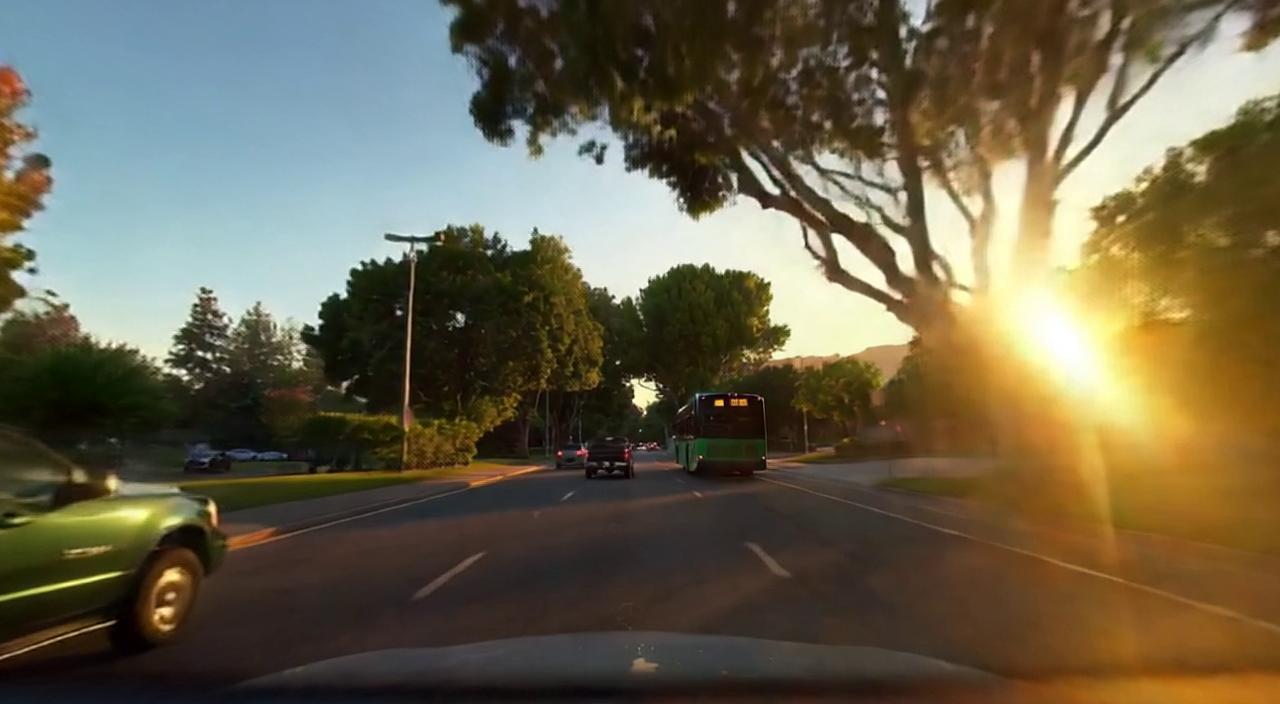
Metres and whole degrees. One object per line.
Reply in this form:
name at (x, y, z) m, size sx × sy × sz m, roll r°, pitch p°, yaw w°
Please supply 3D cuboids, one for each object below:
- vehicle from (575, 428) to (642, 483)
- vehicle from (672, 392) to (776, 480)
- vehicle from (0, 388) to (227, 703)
vehicle at (-1.066, 3.921, 24.082) m, size 2.074 × 1.849 × 5.137 m, roll 0°, pitch -8°, yaw 2°
vehicle at (3.443, 4.053, 29.855) m, size 3.059 × 3.264 × 12.623 m, roll 0°, pitch -8°, yaw -1°
vehicle at (-3.986, 0.829, 2.081) m, size 2.109 × 1.543 × 4.535 m, roll 0°, pitch -8°, yaw 1°
